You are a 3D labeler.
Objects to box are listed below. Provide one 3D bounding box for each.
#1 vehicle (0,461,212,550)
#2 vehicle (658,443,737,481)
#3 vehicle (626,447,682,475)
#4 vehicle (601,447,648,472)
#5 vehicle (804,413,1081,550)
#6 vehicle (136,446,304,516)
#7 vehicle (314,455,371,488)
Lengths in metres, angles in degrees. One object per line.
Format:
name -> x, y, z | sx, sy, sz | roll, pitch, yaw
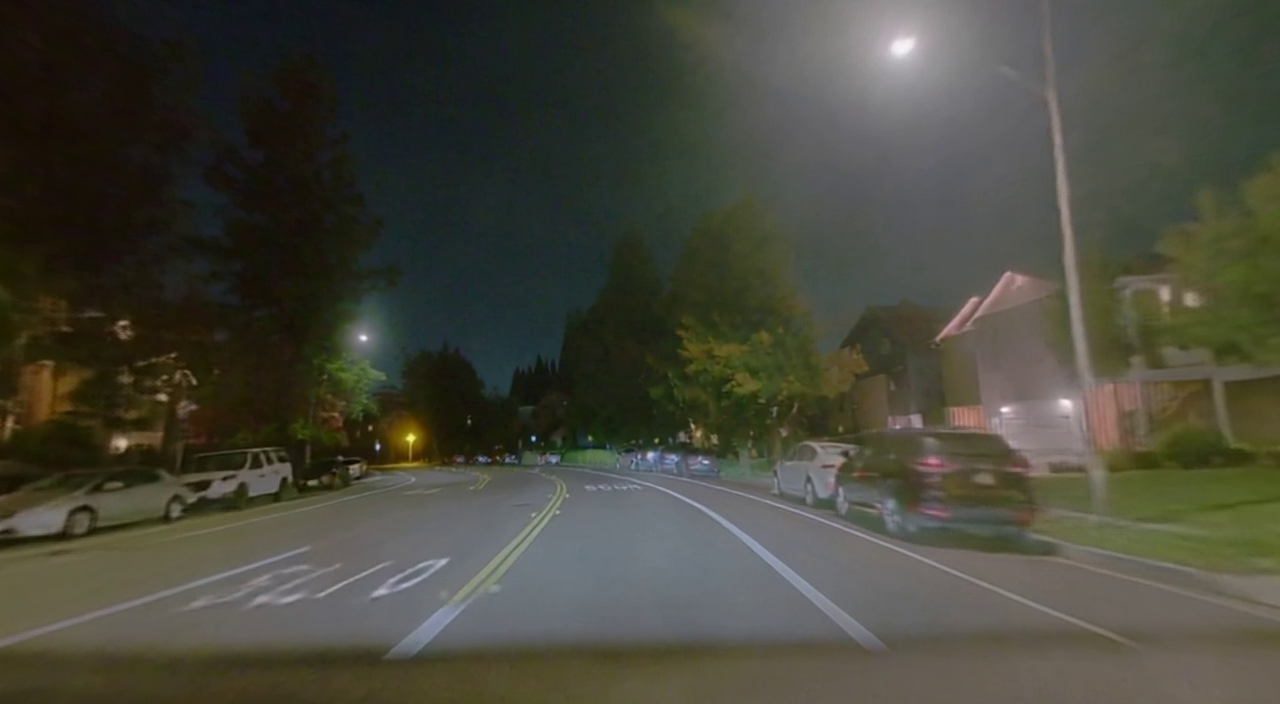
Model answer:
vehicle -> -11.746, 3.132, 13.599 | 2.012, 1.478, 4.661 | 1, -9, -4
vehicle -> 2.546, 5.070, 29.345 | 2.367, 1.614, 4.463 | 2, -9, -12
vehicle -> 0.740, 6.142, 35.964 | 1.844, 1.485, 4.193 | 3, -9, -19
vehicle -> -1.071, 7.013, 41.472 | 1.875, 1.514, 4.047 | 3, -9, -19
vehicle -> 4.623, 2.065, 10.728 | 2.184, 1.770, 4.651 | 1, -9, -3
vehicle -> -12.234, 3.732, 18.901 | 2.107, 1.810, 4.708 | 1, -9, -6
vehicle -> -15.124, 6.040, 32.340 | 1.943, 1.476, 4.714 | 3, -9, -17
